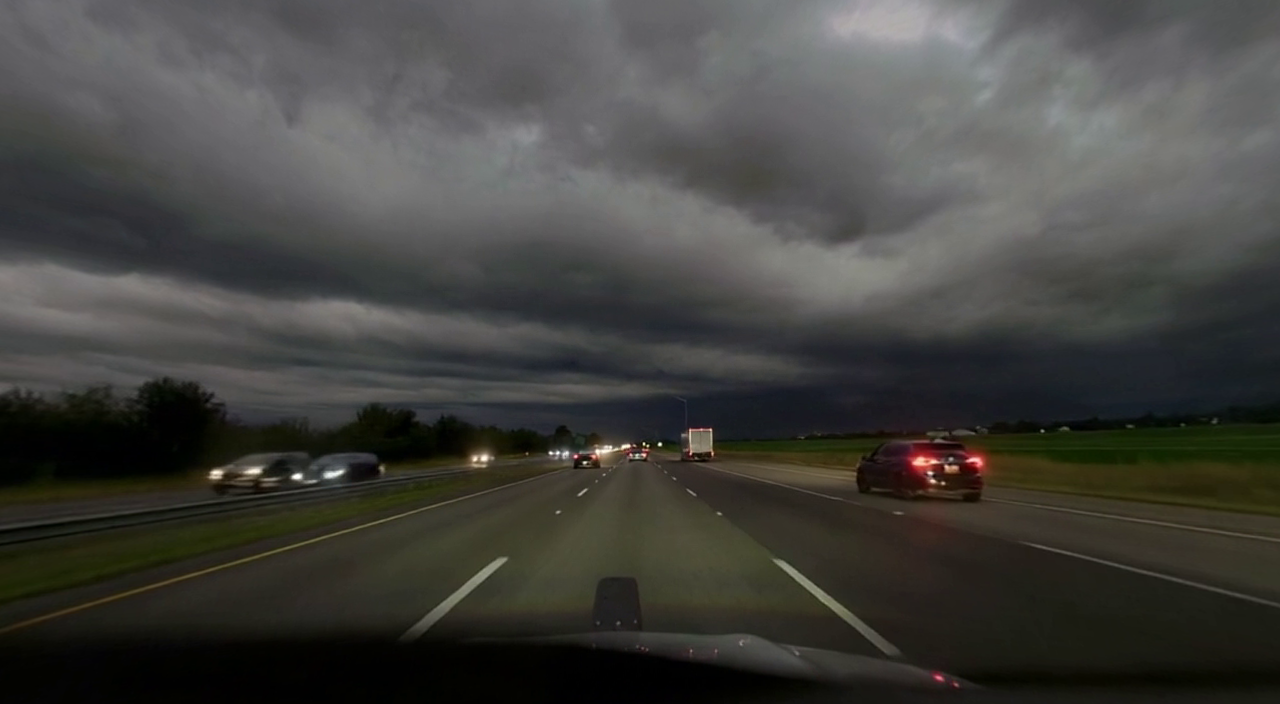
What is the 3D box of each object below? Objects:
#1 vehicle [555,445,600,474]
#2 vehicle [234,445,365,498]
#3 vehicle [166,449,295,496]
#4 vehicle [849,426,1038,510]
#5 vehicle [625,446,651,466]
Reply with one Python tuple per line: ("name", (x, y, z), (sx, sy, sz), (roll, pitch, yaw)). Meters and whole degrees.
("vehicle", (-3.530, 6.180, 36.226), (2.160, 1.530, 4.500), (0, -9, 0))
("vehicle", (-10.870, 3.808, 20.493), (1.886, 1.522, 4.284), (0, -9, 0))
("vehicle", (-14.428, 4.234, 22.471), (1.901, 1.479, 4.043), (0, -9, -1))
("vehicle", (6.840, 2.679, 14.948), (2.069, 1.625, 4.832), (0, -9, 0))
("vehicle", (-0.172, 8.192, 49.561), (1.922, 1.497, 3.949), (0, -9, 0))
